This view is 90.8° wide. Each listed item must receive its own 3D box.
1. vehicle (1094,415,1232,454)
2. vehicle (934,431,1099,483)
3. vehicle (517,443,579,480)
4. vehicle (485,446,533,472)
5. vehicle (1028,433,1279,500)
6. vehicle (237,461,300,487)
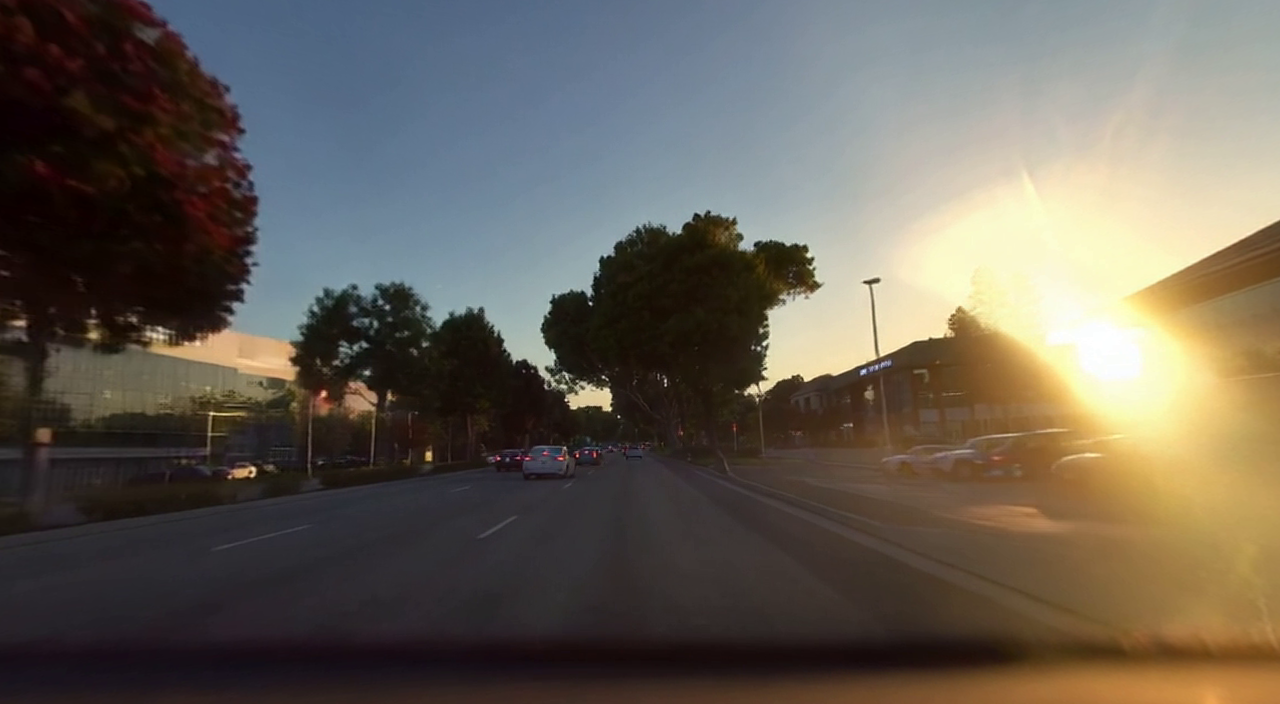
[{"bbox_3d":[25.466,4.045,30.878,4.939,1.818,1.989,0,-8,-1],"label":"vehicle"},{"bbox_3d":[12.789,3.601,21.696,4.313,1.596,2.028,-1,-9,0],"label":"vehicle"},{"bbox_3d":[-4.001,4.847,28.221,2.011,1.483,4.596,-1,-8,1],"label":"vehicle"},{"bbox_3d":[-8.228,6.748,40.111,1.976,1.497,4.709,0,-8,1],"label":"vehicle"},{"bbox_3d":[12.948,2.866,16.043,4.790,1.439,2.034,-2,-8,1],"label":"vehicle"},{"bbox_3d":[-27.003,8.854,46.062,1.758,1.566,4.531,-4,-9,1],"label":"vehicle"}]
